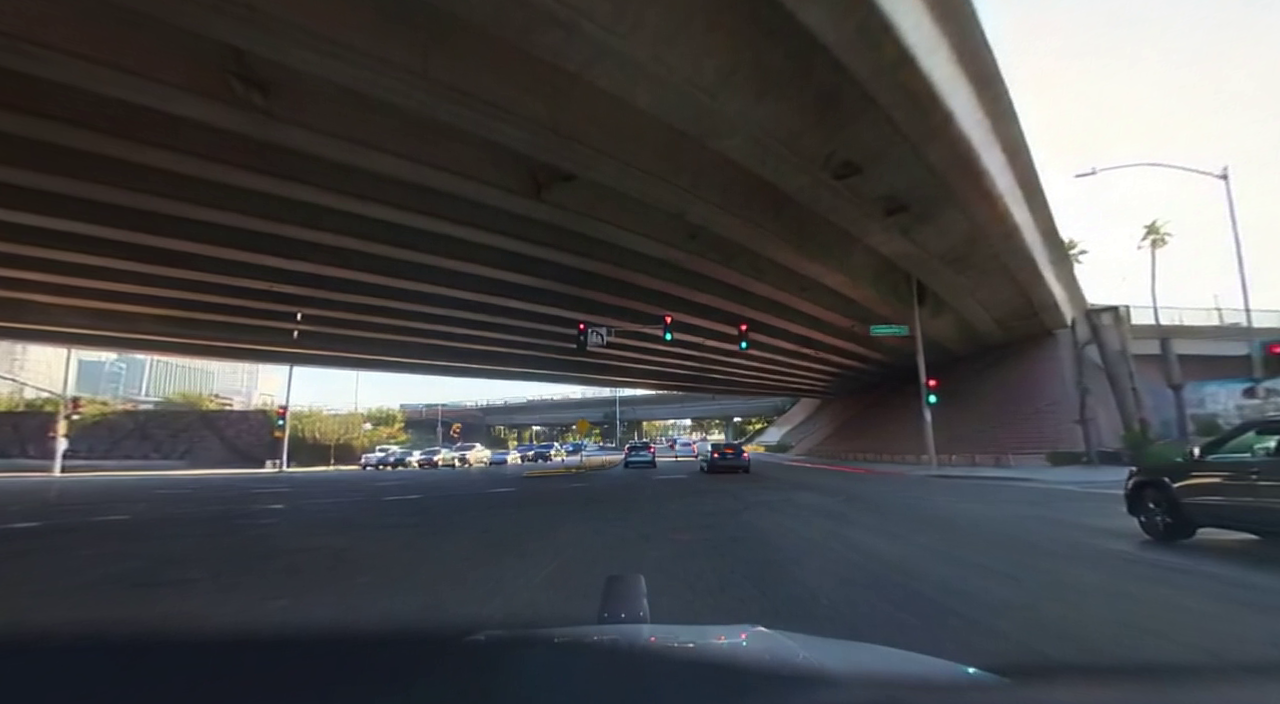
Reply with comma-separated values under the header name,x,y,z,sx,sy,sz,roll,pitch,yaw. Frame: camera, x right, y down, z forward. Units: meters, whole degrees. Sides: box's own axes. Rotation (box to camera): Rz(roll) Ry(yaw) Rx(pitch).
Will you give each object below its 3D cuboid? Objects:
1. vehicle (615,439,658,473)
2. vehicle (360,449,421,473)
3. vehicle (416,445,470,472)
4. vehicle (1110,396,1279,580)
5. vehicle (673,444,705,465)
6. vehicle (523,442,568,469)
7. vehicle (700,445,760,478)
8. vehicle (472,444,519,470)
name,x,y,z,sx,sy,sz,roll,pitch,yaw
vehicle,-0.140,5.551,33.738,2.172,1.694,4.055,0,-9,1
vehicle,-16.589,7.231,41.988,1.982,1.499,4.735,0,-9,1
vehicle,-12.813,6.940,41.159,1.985,1.606,4.570,0,-9,1
vehicle,6.756,1.212,5.554,1.964,1.647,4.114,0,-9,0
vehicle,3.699,7.834,48.015,2.119,1.509,4.495,0,-9,0
vehicle,-5.845,6.547,39.397,1.971,1.542,4.377,-2,-10,2
vehicle,4.069,5.054,29.165,2.156,1.404,4.120,0,-9,0
vehicle,-9.411,6.876,41.163,1.945,1.590,4.141,0,-9,2
